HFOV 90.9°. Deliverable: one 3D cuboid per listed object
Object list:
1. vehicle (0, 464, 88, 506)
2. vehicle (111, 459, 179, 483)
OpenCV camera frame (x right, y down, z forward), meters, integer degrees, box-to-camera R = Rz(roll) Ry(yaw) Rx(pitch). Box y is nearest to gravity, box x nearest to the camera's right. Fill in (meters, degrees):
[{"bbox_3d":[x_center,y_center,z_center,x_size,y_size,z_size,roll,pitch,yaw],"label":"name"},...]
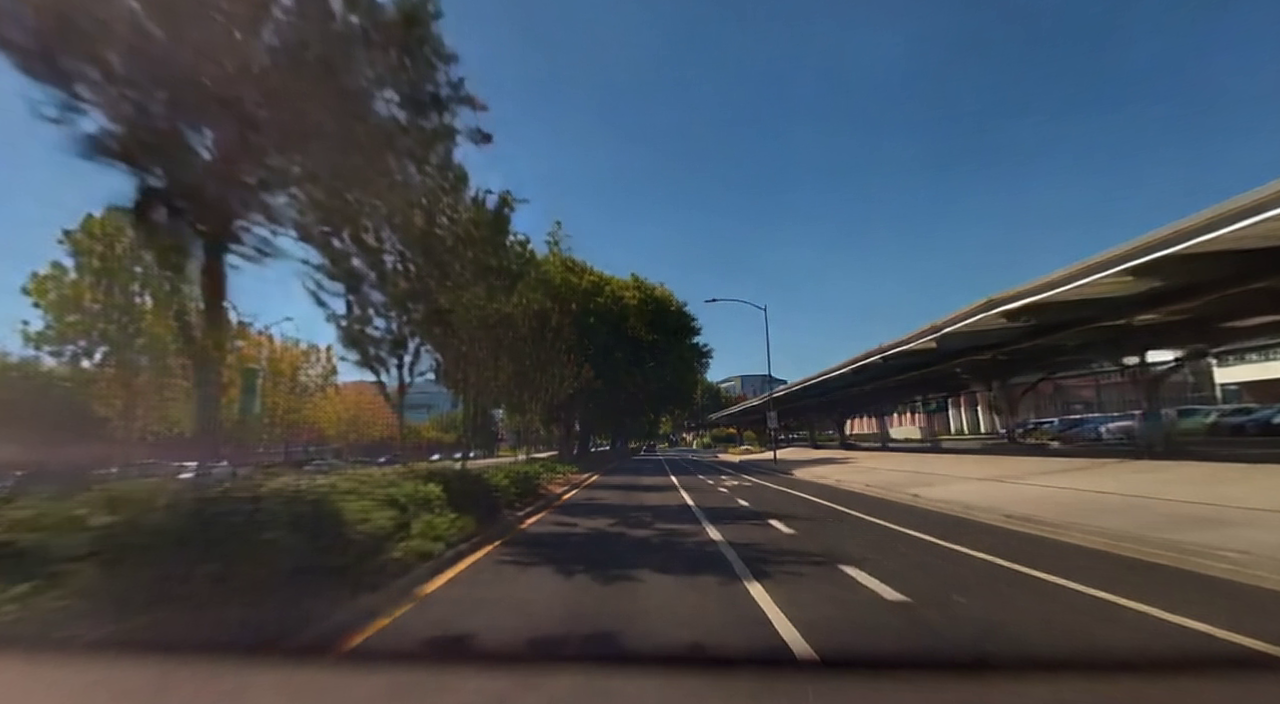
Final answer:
[{"bbox_3d":[-29.848,6.394,30.490,1.902,1.746,4.706,0,-8,1],"label":"vehicle"},{"bbox_3d":[-37.386,8.984,47.740,1.819,1.589,4.040,0,-8,1],"label":"vehicle"}]
